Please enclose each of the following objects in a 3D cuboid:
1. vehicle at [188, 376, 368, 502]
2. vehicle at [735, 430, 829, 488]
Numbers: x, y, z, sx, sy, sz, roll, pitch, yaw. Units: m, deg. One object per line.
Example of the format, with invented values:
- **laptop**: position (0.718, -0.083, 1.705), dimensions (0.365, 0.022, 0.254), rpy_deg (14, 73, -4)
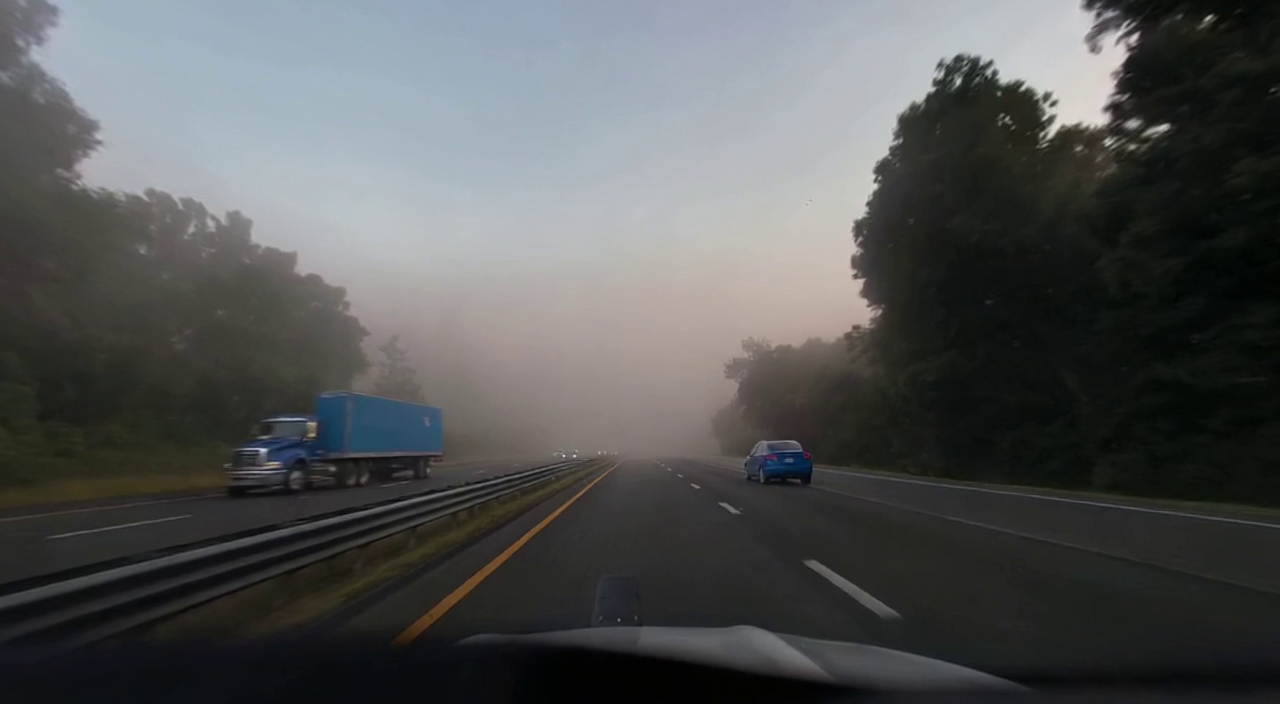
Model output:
- **vehicle**: position (-12.749, 3.186, 22.944), dimensions (3.010, 3.969, 5.822), rpy_deg (0, -9, -1)
- **vehicle**: position (4.842, 3.735, 22.161), dimensions (2.117, 1.783, 4.627), rpy_deg (0, -9, -1)
